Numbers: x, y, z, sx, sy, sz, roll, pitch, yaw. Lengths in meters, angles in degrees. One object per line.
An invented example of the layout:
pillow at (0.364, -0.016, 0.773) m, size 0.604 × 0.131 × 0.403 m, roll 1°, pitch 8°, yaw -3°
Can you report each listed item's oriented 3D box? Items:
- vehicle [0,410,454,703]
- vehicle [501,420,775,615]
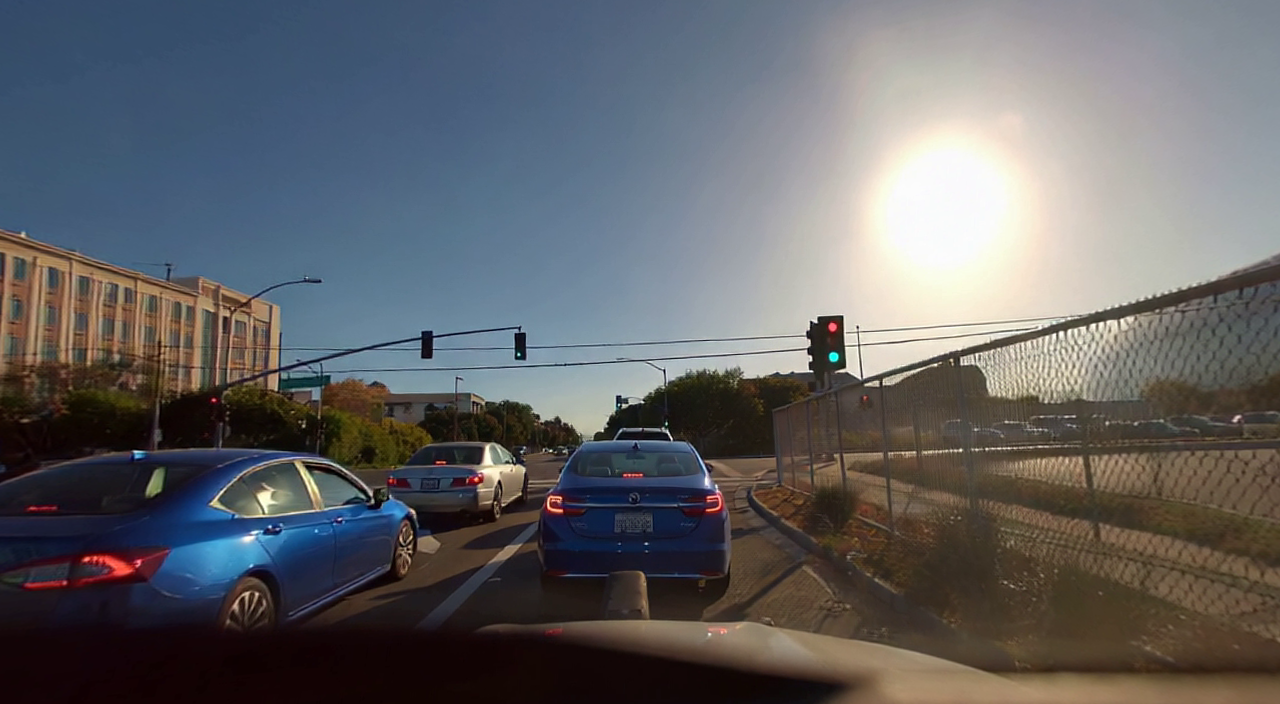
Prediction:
vehicle at (-3.203, 1.335, 4.954) m, size 1.971 × 1.488 × 4.581 m, roll 0°, pitch -9°, yaw 1°
vehicle at (-0.014, 1.603, 7.019) m, size 2.144 × 1.514 × 4.063 m, roll 0°, pitch -9°, yaw 0°
